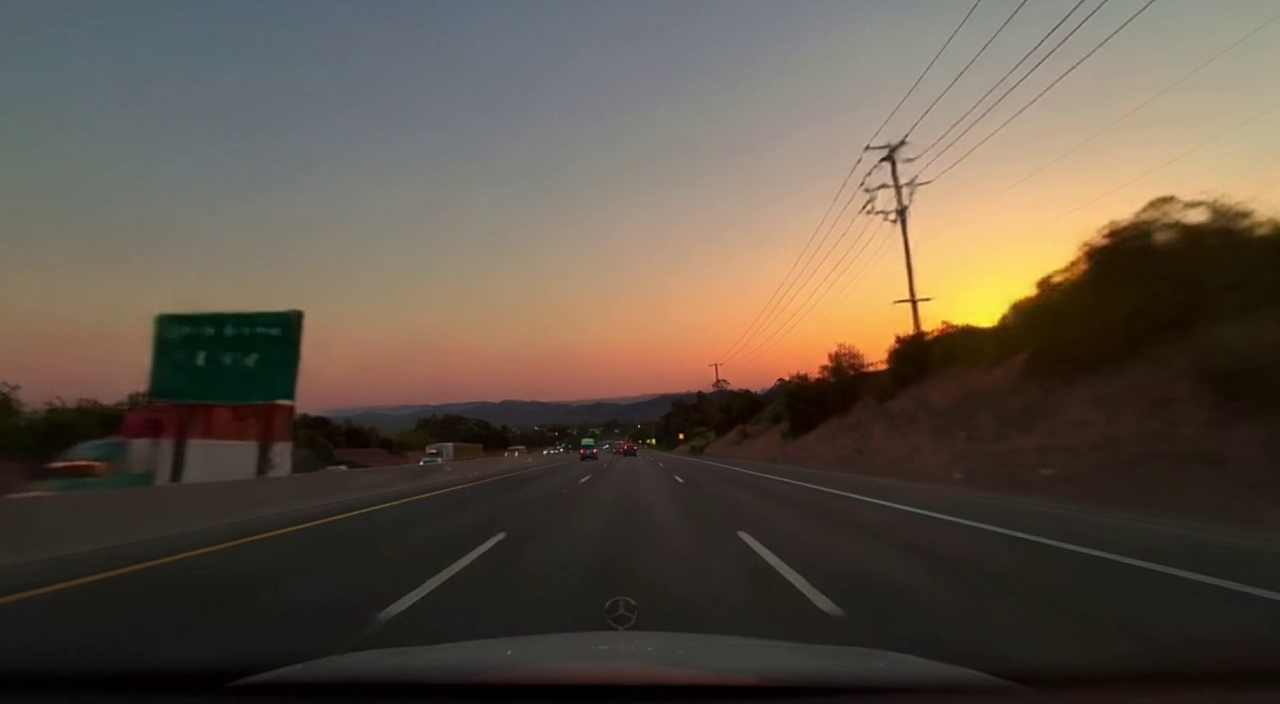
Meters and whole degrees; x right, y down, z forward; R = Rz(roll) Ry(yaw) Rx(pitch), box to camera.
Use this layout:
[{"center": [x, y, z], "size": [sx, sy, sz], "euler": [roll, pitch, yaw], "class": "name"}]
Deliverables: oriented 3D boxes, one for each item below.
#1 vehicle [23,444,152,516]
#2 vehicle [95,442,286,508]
[{"center": [-32.945, 7.553, 37.961], "size": [2.984, 3.949, 4.966], "euler": [0, -8, 0], "class": "vehicle"}, {"center": [-33.097, 8.988, 48.229], "size": [2.915, 4.119, 16.122], "euler": [0, -8, 0], "class": "vehicle"}]
